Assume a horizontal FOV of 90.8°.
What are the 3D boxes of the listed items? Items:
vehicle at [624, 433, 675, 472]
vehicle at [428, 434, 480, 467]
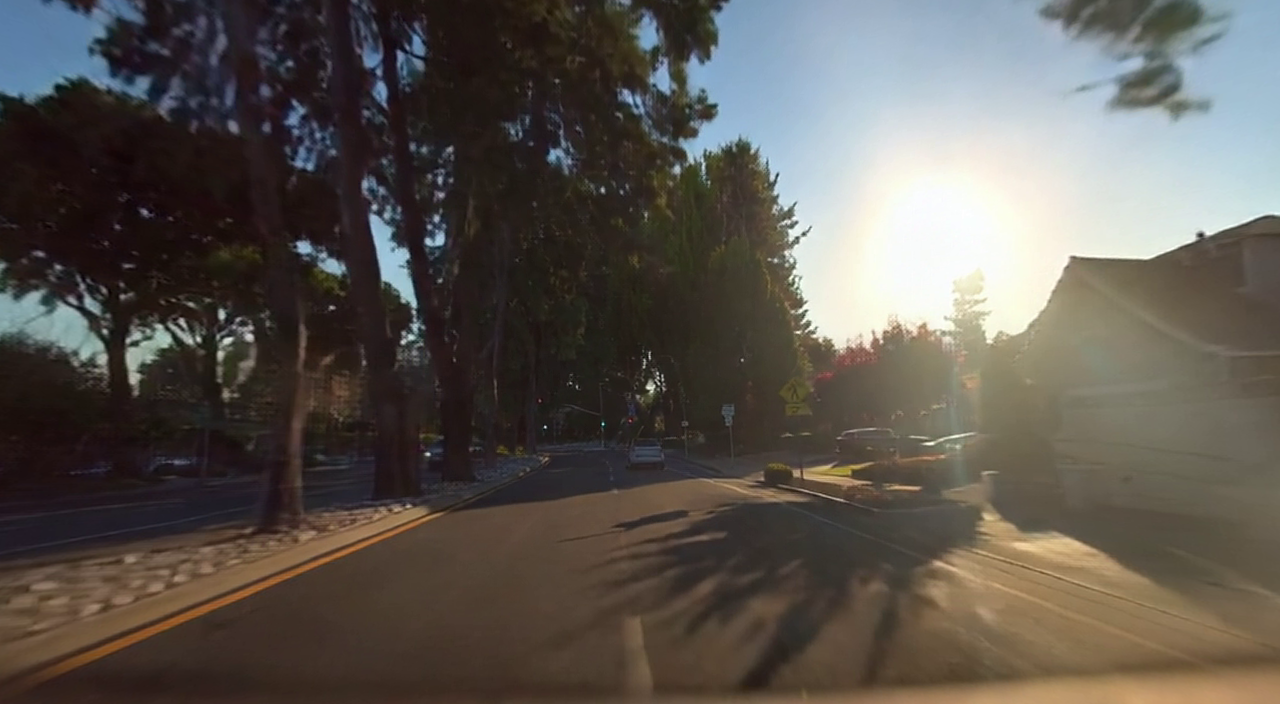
[{"bbox_3d":[0.386,4.781,30.266,1.990,1.707,4.225,0,-8,-5],"label":"vehicle"},{"bbox_3d":[-11.983,6.386,41.116,2.334,2.022,5.653,1,-8,-7],"label":"vehicle"}]
